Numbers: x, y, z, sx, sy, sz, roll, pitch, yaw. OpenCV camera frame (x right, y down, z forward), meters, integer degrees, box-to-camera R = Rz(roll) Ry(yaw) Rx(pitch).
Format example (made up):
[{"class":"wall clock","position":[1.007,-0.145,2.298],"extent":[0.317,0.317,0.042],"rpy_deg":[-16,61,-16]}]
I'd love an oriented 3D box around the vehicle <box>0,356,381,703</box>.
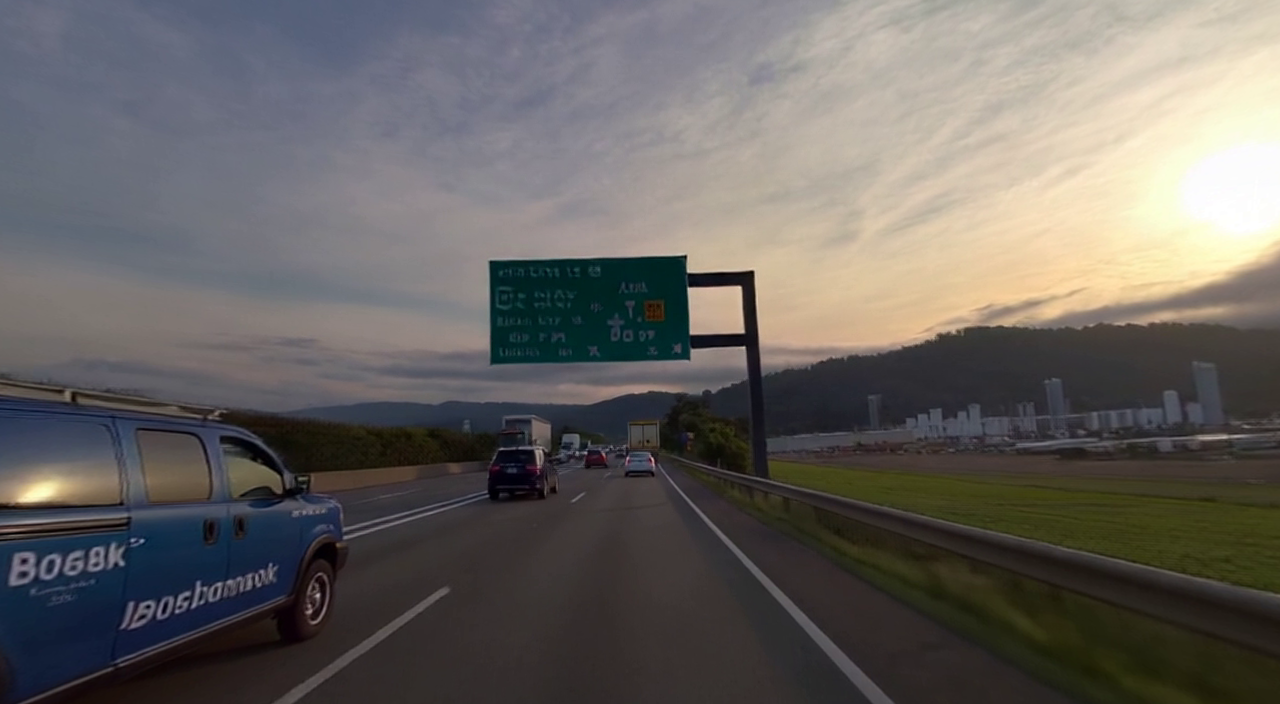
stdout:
[{"class":"vehicle","position":[-3.300,1.017,3.145],"extent":[2.117,1.688,4.582],"rpy_deg":[0,-9,-1]}]

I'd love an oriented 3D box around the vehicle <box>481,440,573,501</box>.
[{"class":"vehicle","position":[-3.223,3.458,18.802],"extent":[1.937,1.600,4.141],"rpy_deg":[0,-9,1]}]

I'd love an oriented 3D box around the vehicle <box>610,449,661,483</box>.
[{"class":"vehicle","position":[-0.218,5.012,28.024],"extent":[2.095,1.393,3.908],"rpy_deg":[0,-9,-1]}]
